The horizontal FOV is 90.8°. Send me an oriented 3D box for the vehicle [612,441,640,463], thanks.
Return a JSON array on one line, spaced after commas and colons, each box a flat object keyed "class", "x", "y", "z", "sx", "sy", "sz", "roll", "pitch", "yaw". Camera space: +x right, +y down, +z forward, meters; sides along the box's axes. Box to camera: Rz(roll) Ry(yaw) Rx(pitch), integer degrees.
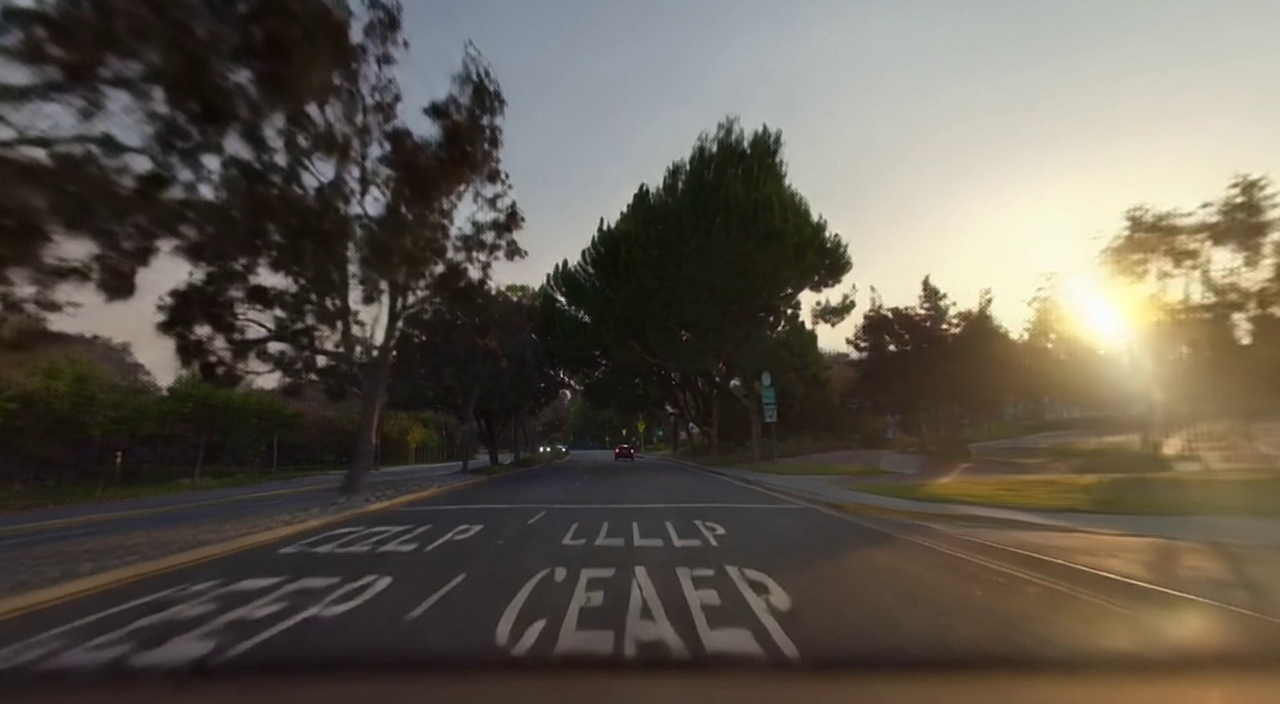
[{"class": "vehicle", "x": -1.089, "y": 7.616, "z": 48.256, "sx": 2.045, "sy": 1.613, "sz": 4.210, "roll": 0, "pitch": -8, "yaw": -1}]
